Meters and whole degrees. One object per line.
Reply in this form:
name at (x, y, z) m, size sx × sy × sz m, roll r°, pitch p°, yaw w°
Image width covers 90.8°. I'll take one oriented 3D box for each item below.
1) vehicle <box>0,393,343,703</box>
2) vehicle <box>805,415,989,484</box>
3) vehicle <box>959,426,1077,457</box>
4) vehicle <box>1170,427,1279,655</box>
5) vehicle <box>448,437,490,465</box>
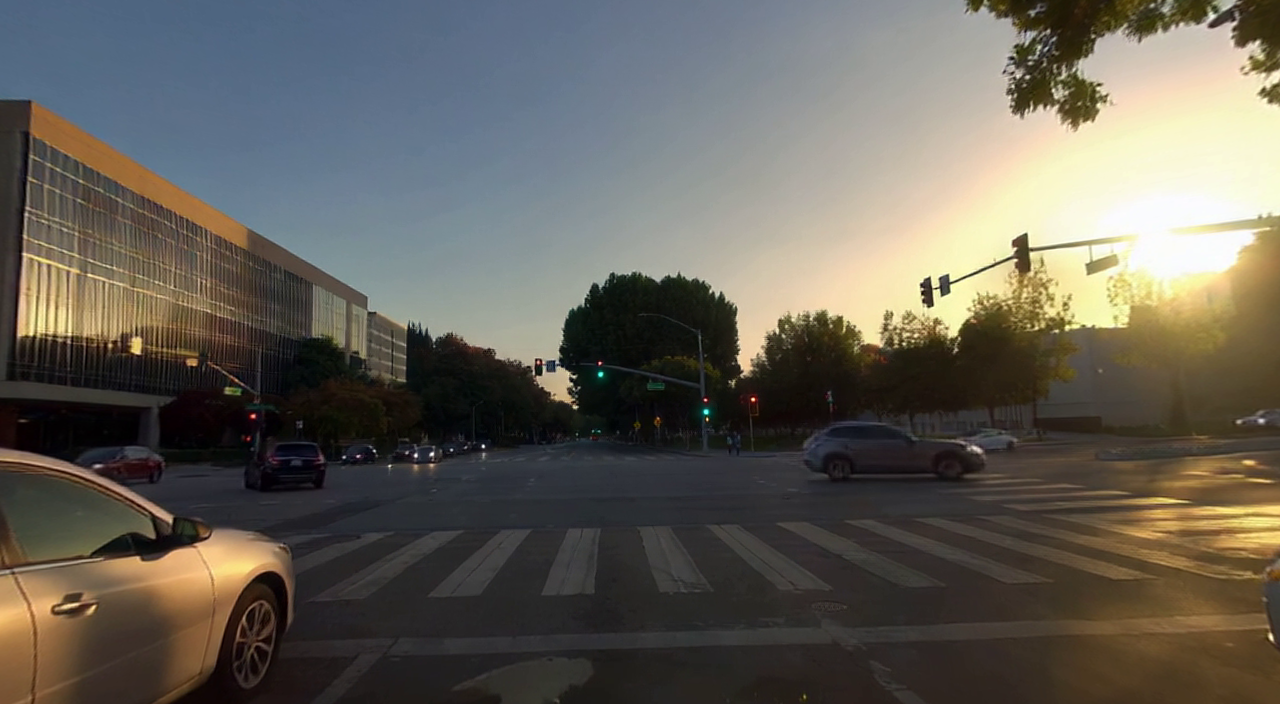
vehicle at (-3.067, 0.897, 2.146) m, size 1.919 × 1.478 × 4.720 m, roll 0°, pitch -8°, yaw -1°
vehicle at (7.544, 2.916, 19.021) m, size 4.778 × 1.871 × 2.109 m, roll -3°, pitch -9°, yaw 18°
vehicle at (18.929, 4.487, 31.767) m, size 4.660 × 1.495 × 2.007 m, roll 0°, pitch -8°, yaw -2°
vehicle at (4.932, 0.986, 2.536) m, size 1.949 × 1.449 × 4.530 m, roll -1°, pitch -8°, yaw 5°
vehicle at (-12.817, 7.420, 47.512) m, size 2.051 × 1.715 × 4.346 m, roll -3°, pitch -6°, yaw -2°
